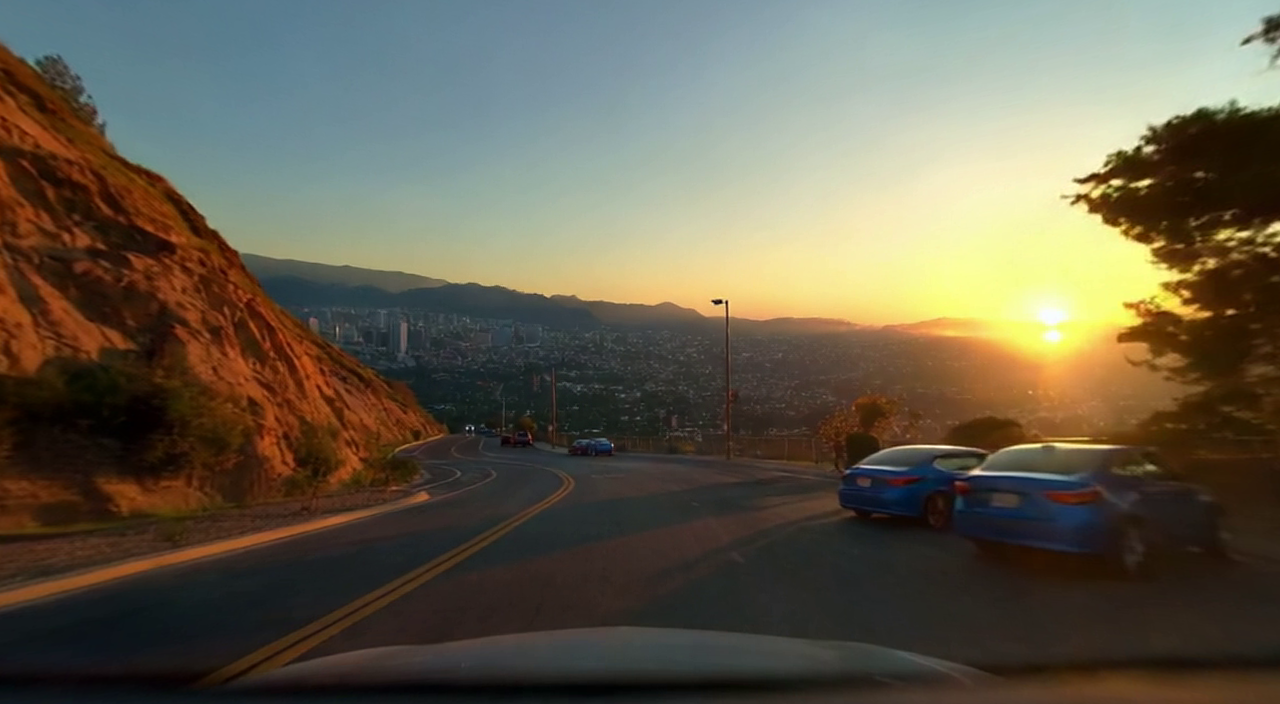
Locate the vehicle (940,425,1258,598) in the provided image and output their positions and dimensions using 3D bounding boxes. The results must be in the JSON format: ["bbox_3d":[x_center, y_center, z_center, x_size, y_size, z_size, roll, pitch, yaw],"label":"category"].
[{"bbox_3d":[5.892,1.742,7.902,4.609,1.505,2.061,7,-11,-40],"label":"vehicle"}]
